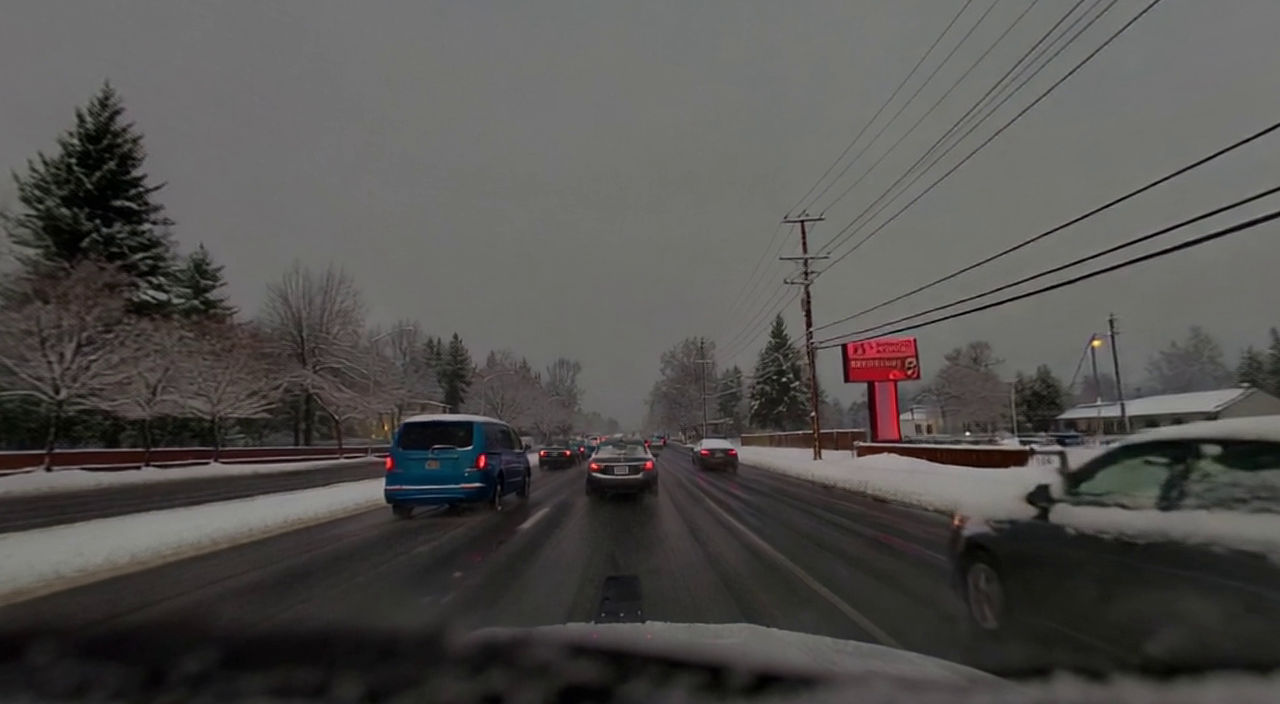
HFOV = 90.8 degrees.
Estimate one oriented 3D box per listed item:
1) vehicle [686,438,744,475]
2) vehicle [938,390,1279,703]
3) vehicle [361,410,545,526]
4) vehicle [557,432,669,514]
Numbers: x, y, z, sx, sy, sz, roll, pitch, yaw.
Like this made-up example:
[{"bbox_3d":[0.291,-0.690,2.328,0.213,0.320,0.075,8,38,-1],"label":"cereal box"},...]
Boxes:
[{"bbox_3d":[3.203,4.581,27.884,1.878,1.479,4.461,0,-9,-2],"label":"vehicle"},{"bbox_3d":[3.223,0.994,2.844,1.880,1.521,3.724,0,-9,-1],"label":"vehicle"},{"bbox_3d":[-3.348,2.206,12.503,2.092,1.839,4.736,0,-9,1],"label":"vehicle"},{"bbox_3d":[-0.490,2.552,13.740,2.097,1.511,3.809,0,-9,0],"label":"vehicle"}]
